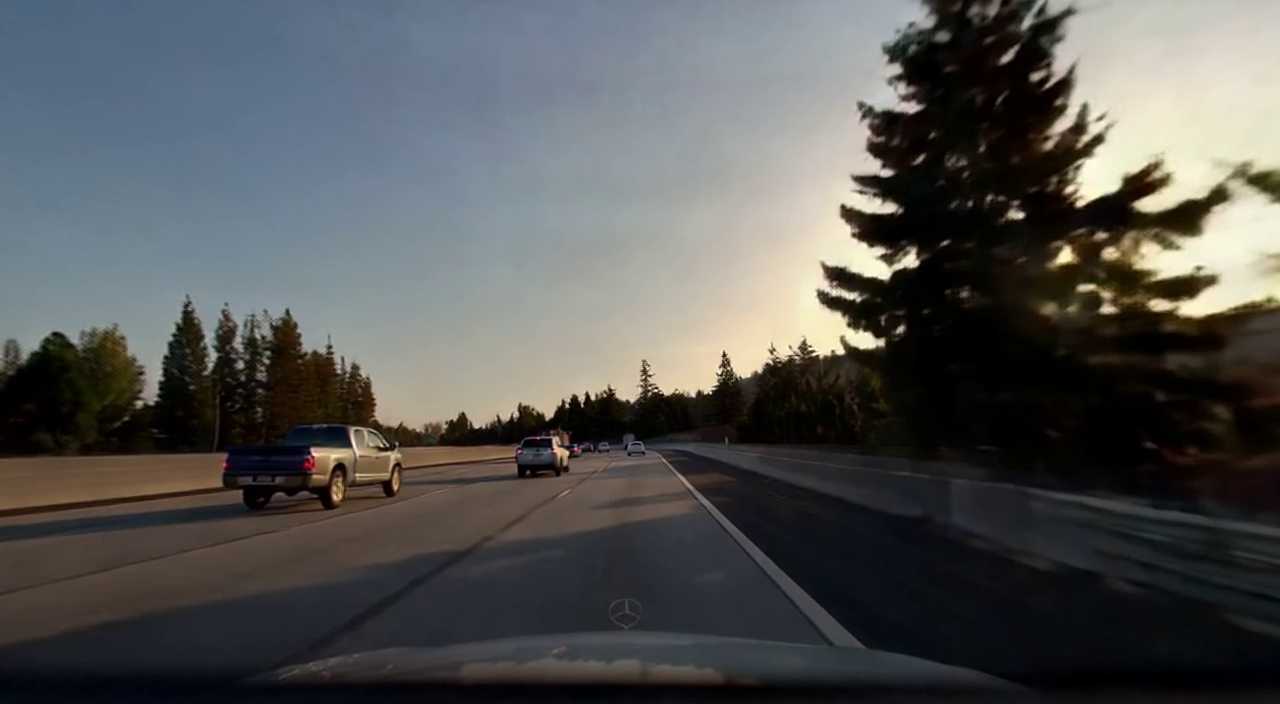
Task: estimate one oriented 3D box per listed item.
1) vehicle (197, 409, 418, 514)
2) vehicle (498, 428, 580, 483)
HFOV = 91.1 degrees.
[{"bbox_3d":[-7.225,2.456,14.554,2.160,1.949,5.293,0,-8,1],"label":"vehicle"},{"bbox_3d":[-3.614,3.825,23.499,2.142,1.789,5.009,0,-8,1],"label":"vehicle"}]
